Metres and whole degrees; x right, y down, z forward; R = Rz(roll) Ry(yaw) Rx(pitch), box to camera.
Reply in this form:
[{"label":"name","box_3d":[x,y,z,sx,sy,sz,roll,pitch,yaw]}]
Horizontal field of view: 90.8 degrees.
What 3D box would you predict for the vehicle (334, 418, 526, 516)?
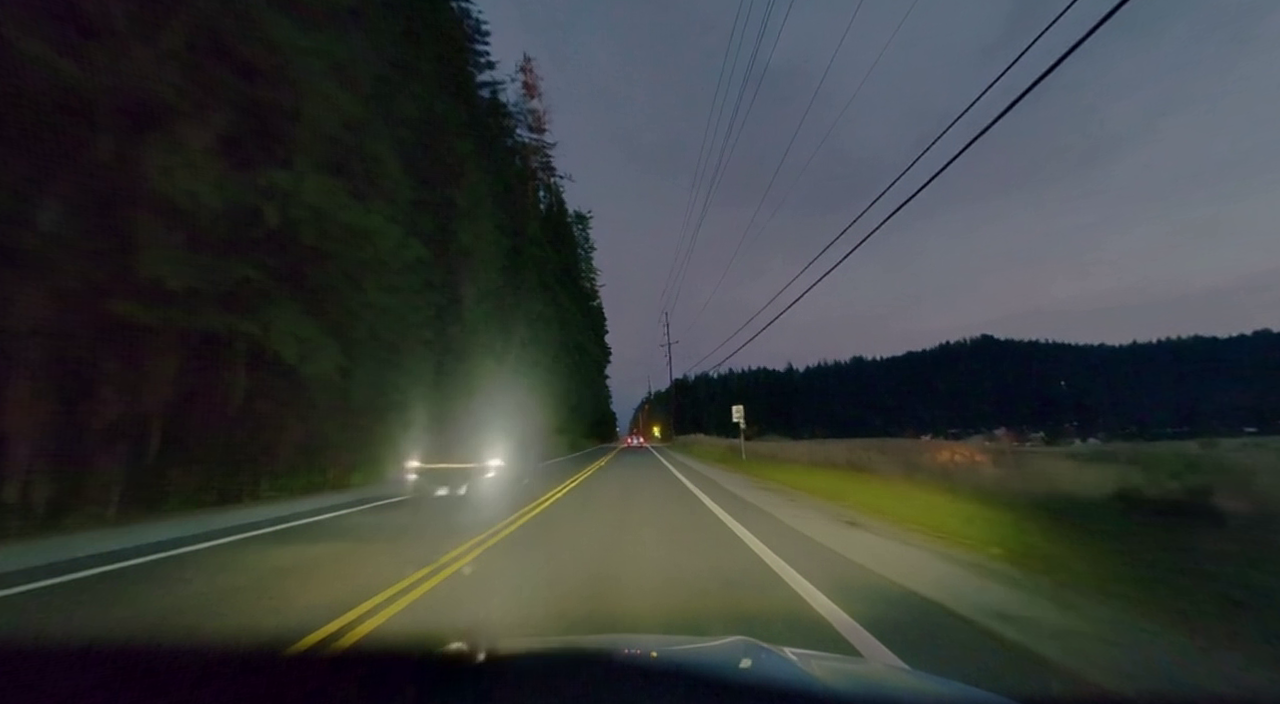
[{"label":"vehicle","box_3d":[-4.333,2.536,14.589,2.172,1.744,6.543,0,-8,0]}]
